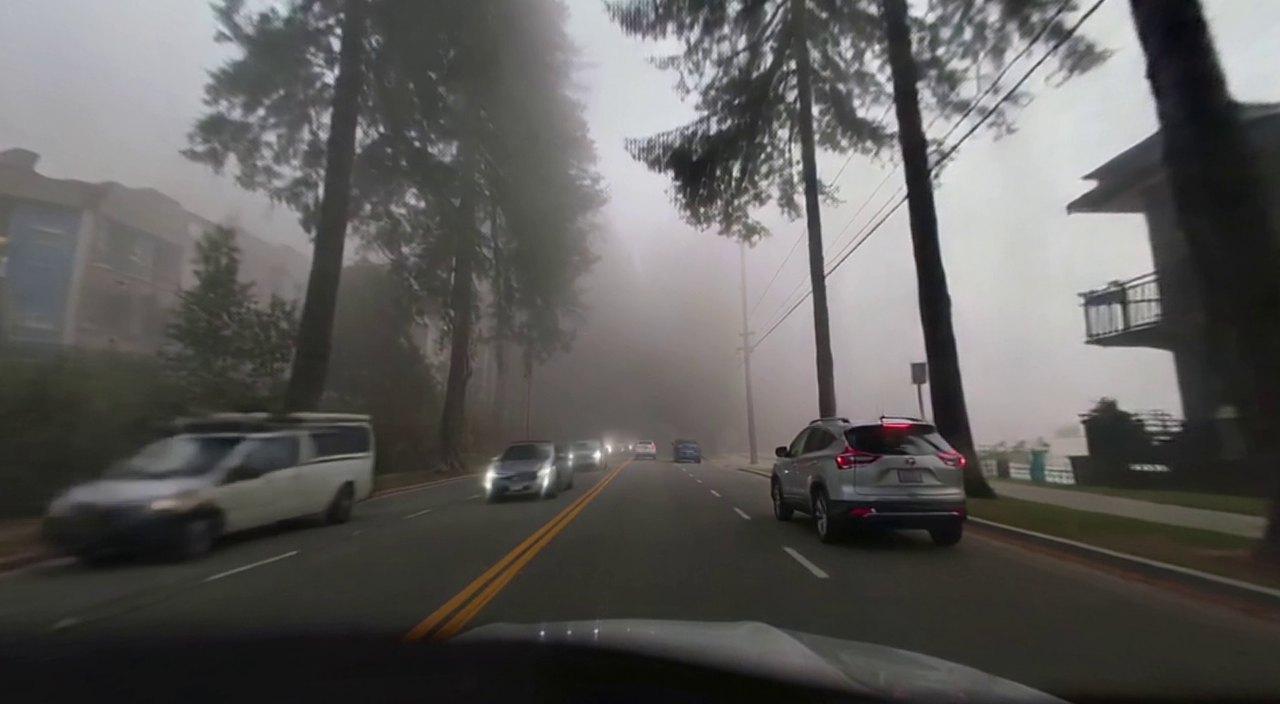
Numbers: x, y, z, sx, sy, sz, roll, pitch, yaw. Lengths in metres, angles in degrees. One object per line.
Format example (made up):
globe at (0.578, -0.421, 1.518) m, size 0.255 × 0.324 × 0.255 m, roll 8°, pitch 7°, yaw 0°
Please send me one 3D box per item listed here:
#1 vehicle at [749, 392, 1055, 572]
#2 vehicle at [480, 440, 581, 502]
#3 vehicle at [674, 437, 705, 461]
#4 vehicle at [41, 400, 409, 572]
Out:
vehicle at (3.240, 1.765, 9.304) m, size 2.219 × 1.881 × 5.104 m, roll 0°, pitch -9°, yaw -1°
vehicle at (-2.749, 3.091, 16.690) m, size 1.941 × 1.409 × 3.975 m, roll -1°, pitch -9°, yaw 1°
vehicle at (3.834, 7.663, 49.540) m, size 2.069 × 1.791 × 4.422 m, roll 0°, pitch -9°, yaw 0°
vehicle at (-6.044, 2.027, 10.407) m, size 2.200 × 2.041 × 5.550 m, roll -1°, pitch -9°, yaw 1°
